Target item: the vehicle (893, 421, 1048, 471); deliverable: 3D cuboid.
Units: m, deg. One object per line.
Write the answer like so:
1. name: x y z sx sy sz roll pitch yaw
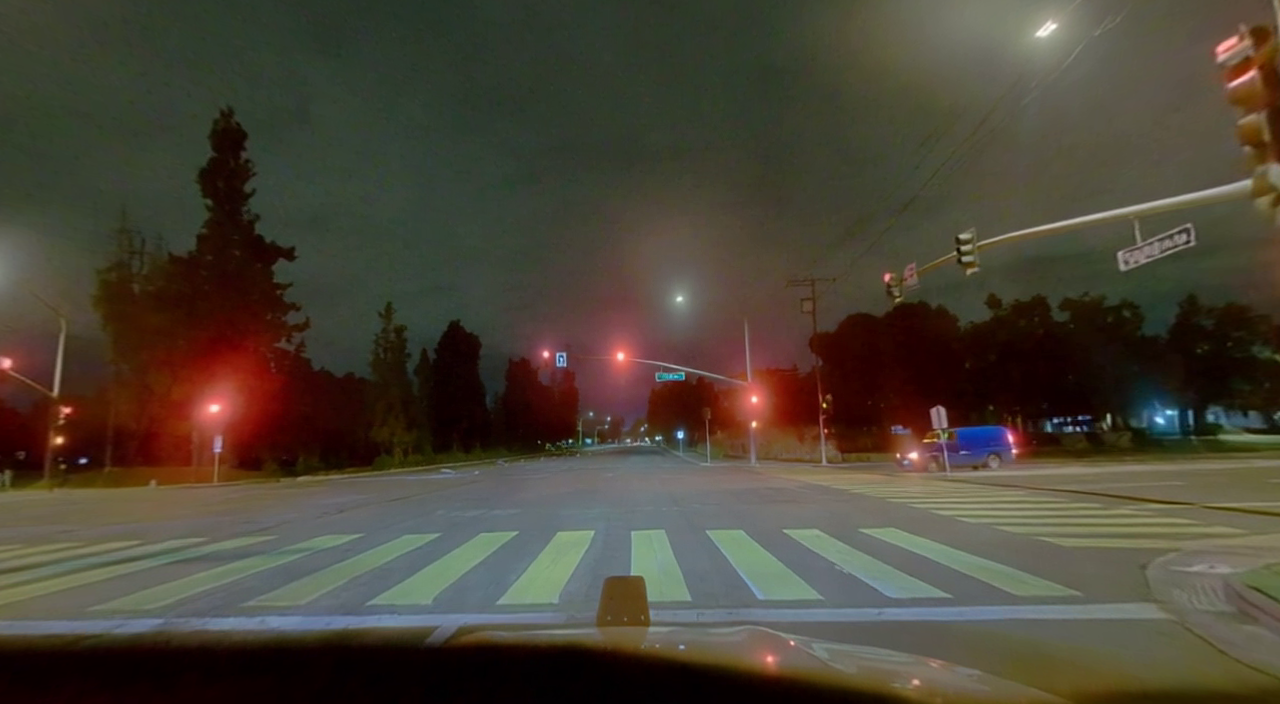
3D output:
1. vehicle: 12.519 3.582 24.137 4.790 1.798 1.909 0 -8 1
